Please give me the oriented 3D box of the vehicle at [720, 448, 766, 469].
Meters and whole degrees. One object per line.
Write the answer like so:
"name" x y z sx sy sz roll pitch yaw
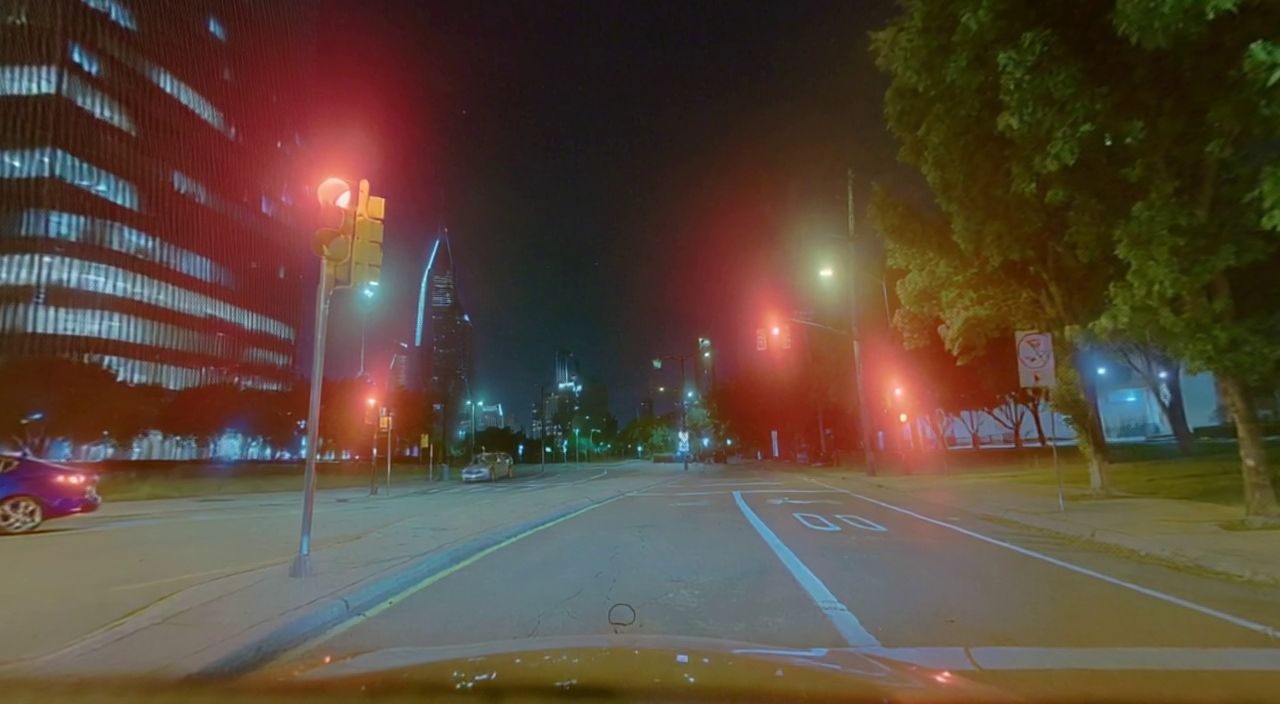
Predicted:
"vehicle" 7.857 8.120 48.414 1.829 1.440 4.384 2 -9 -14

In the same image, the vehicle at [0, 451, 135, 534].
"vehicle" -12.859 2.711 12.268 4.598 1.490 1.816 7 -11 -40
